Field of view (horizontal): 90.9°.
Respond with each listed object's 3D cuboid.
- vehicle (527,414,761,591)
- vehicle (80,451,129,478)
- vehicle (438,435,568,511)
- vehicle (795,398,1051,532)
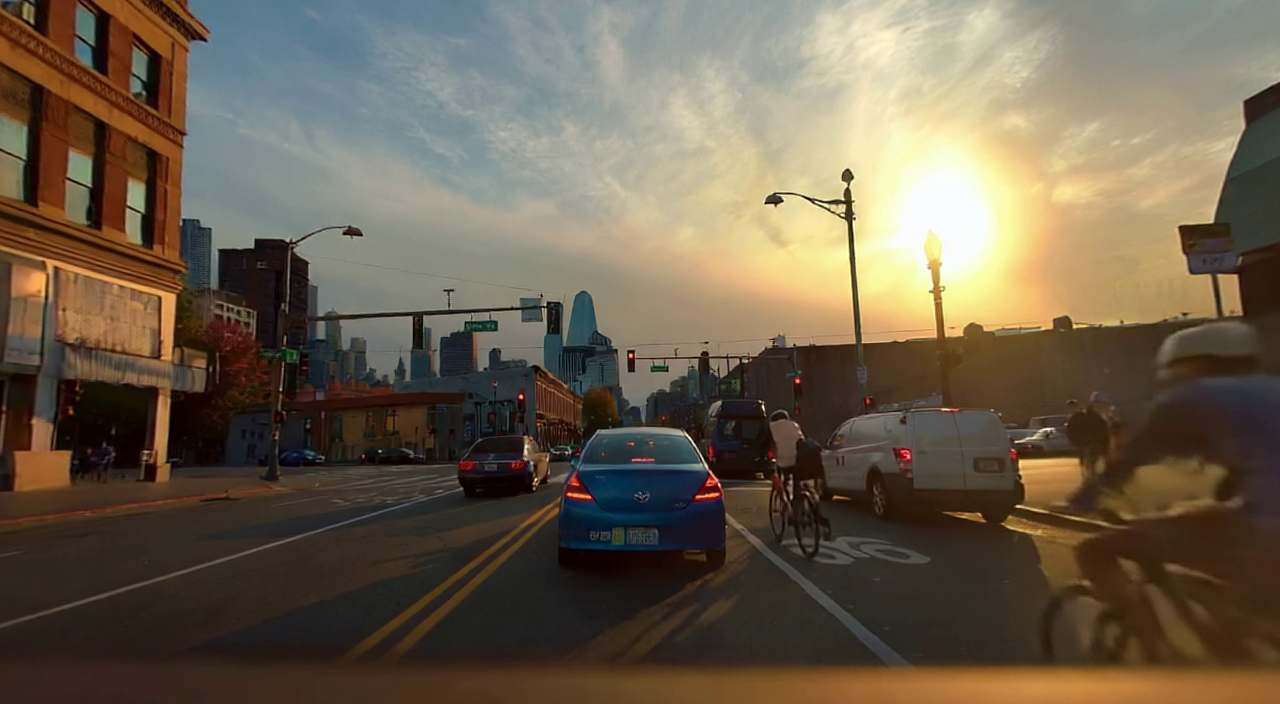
[{"bbox_3d":[0.012,1.655,7.735,2.091,1.557,4.000,0,-9,-1],"label":"vehicle"},{"bbox_3d":[-37.994,7.921,44.672,2.264,1.722,4.721,7,-12,-42],"label":"vehicle"},{"bbox_3d":[-2.944,2.707,14.626,2.039,1.452,4.489,0,-9,-1],"label":"vehicle"},{"bbox_3d":[4.508,1.911,11.136,2.142,1.829,4.767,0,-9,-2],"label":"vehicle"}]
